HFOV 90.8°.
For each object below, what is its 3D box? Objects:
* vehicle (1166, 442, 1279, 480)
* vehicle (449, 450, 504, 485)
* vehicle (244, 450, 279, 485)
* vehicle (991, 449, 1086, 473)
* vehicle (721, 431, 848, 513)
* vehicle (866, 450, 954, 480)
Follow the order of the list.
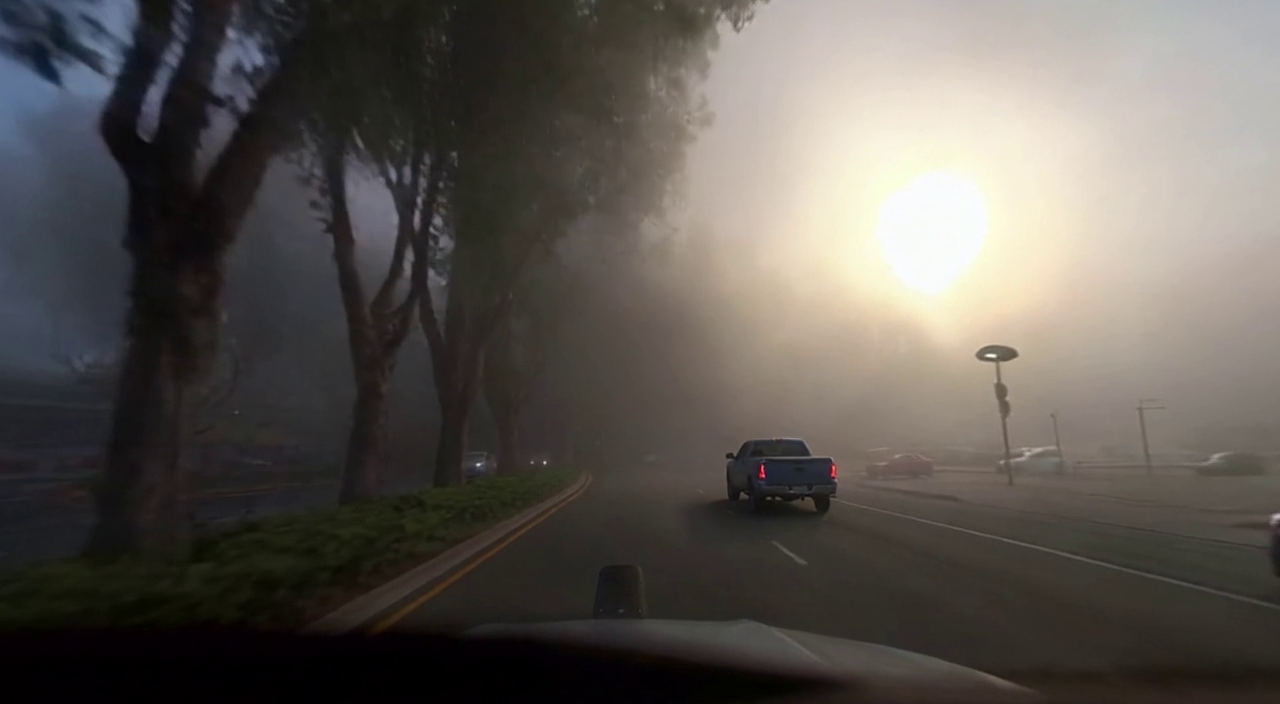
[{"bbox_3d":[26.809,4.901,28.589,1.812,1.475,4.541,-3,-9,-3],"label":"vehicle"},{"bbox_3d":[-8.629,6.097,33.593,1.834,1.695,4.129,0,-9,0],"label":"vehicle"},{"bbox_3d":[-29.899,9.113,49.924,1.541,2.550,1.957,-4,-9,0],"label":"vehicle"},{"bbox_3d":[25.011,6.865,39.737,4.648,1.444,1.912,0,-9,-1],"label":"vehicle"},{"bbox_3d":[3.622,3.122,16.995,2.138,1.836,5.245,0,-9,0],"label":"vehicle"},{"bbox_3d":[16.810,7.040,39.484,4.554,1.566,1.925,-3,-9,0],"label":"vehicle"}]
